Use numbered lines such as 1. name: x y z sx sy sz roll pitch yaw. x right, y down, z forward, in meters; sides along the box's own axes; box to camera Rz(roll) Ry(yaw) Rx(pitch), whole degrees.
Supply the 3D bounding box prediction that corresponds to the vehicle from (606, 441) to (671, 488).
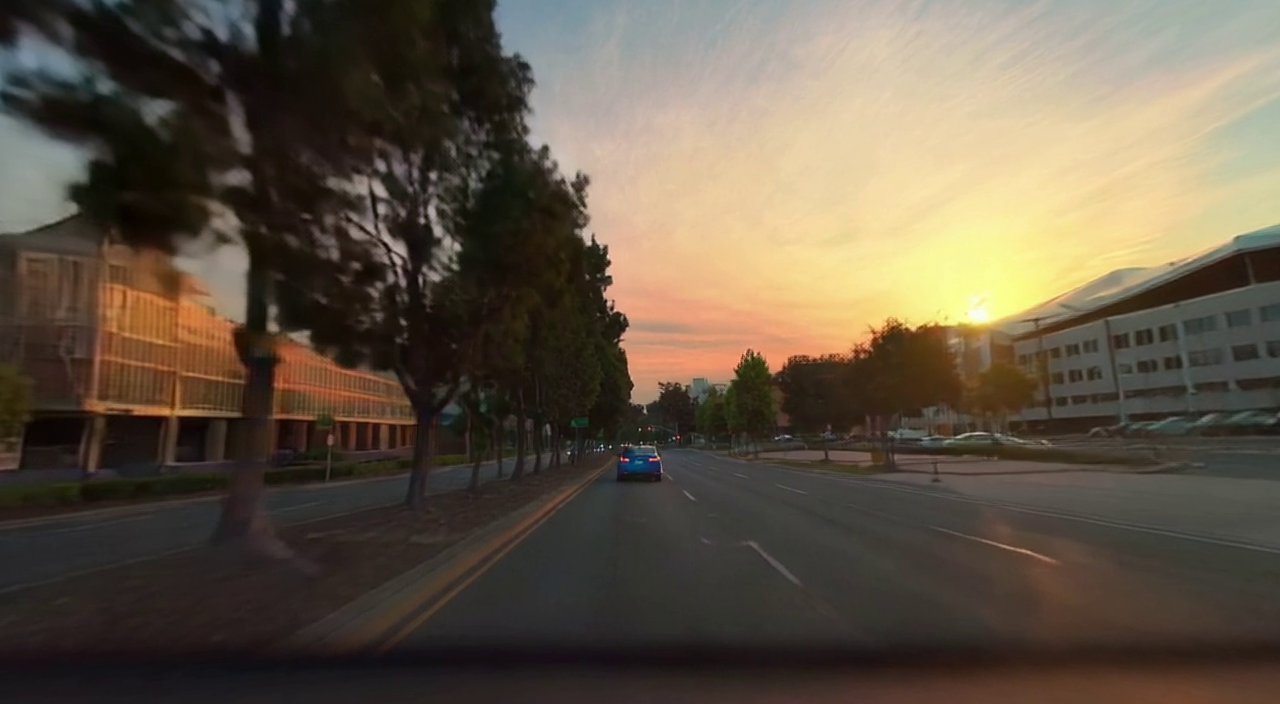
1. vehicle: -0.078 3.915 22.371 2.042 1.479 4.601 0 -8 -1
